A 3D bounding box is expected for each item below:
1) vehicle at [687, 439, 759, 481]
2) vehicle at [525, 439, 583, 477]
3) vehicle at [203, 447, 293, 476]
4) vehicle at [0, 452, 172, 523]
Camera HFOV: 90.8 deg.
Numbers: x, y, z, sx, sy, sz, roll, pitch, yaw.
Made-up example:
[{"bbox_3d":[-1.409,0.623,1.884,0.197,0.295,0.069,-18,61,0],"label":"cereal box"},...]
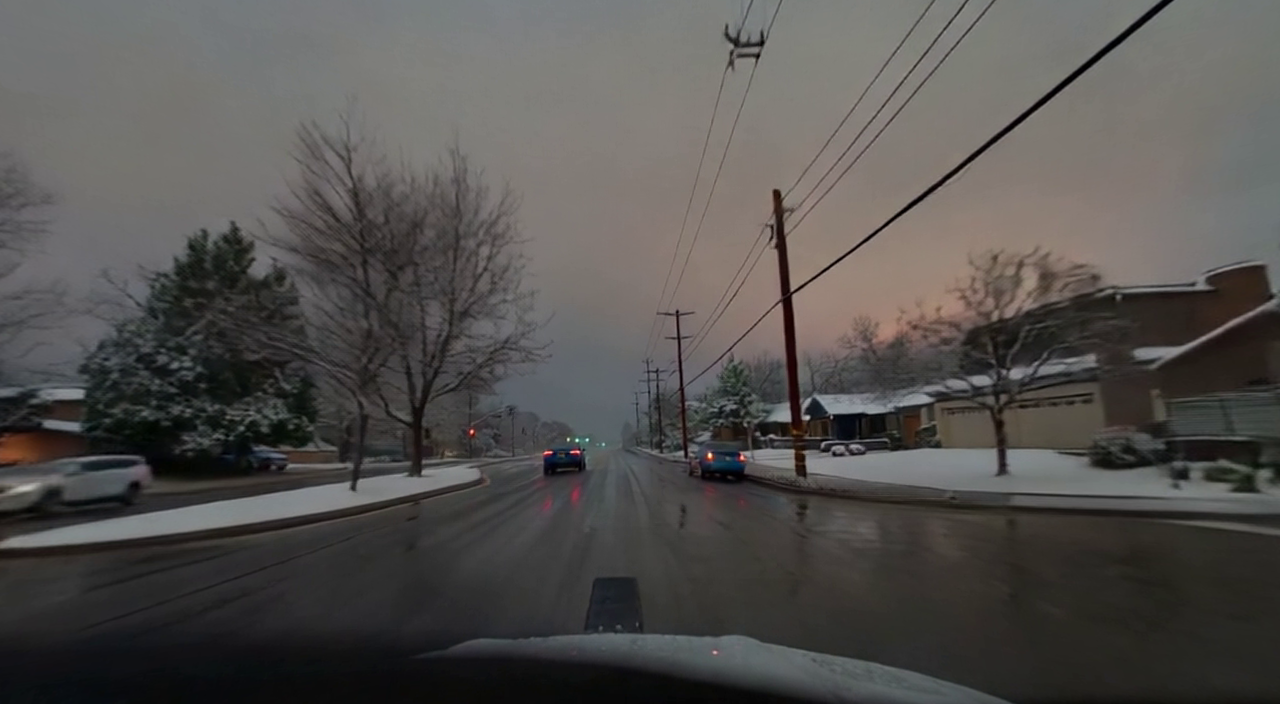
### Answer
[{"bbox_3d":[3.103,4.134,24.637,2.074,1.450,4.621,0,-8,-1],"label":"vehicle"},{"bbox_3d":[-3.545,4.452,26.870,2.041,1.471,4.602,0,-8,-3],"label":"vehicle"},{"bbox_3d":[-26.390,7.362,42.702,4.661,1.800,2.045,2,-8,-13],"label":"vehicle"},{"bbox_3d":[-14.986,3.442,16.622,2.143,1.524,4.408,0,-8,-3],"label":"vehicle"}]
